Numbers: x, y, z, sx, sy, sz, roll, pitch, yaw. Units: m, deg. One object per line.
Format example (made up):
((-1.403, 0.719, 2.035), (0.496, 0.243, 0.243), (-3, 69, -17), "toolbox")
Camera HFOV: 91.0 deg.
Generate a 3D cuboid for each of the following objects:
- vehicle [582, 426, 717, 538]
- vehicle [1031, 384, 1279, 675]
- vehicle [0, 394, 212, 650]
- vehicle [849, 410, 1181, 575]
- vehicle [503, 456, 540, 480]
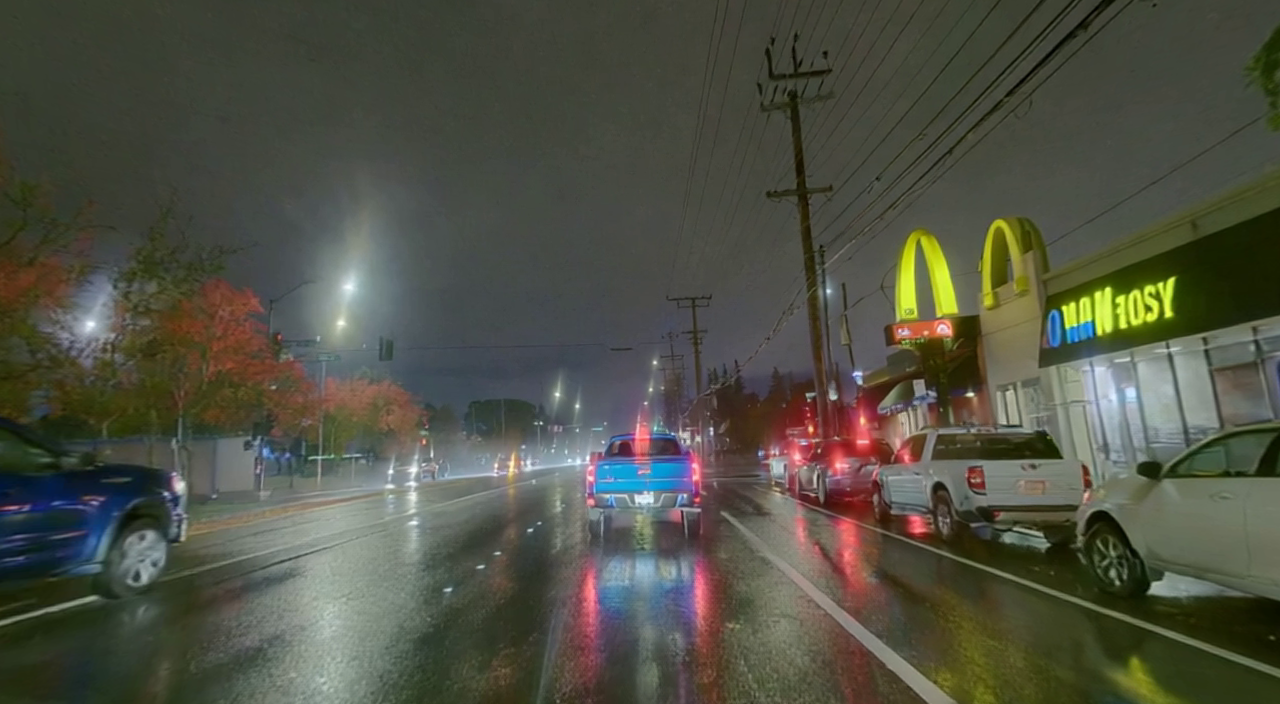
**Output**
((0.142, 2.375, 12.144), (2.089, 1.699, 4.650), (0, -9, 0), "vehicle")
((4.902, 1.094, 3.889), (2.014, 1.755, 4.520), (0, -9, 0), "vehicle")
((-5.638, 1.081, 3.754), (2.140, 1.768, 5.092), (-1, -9, 7), "vehicle")
((4.936, 1.912, 9.416), (2.007, 1.786, 4.870), (0, -9, 1), "vehicle")
((-9.051, 8.868, 48.418), (1.968, 1.654, 4.292), (0, -9, 1), "vehicle")
